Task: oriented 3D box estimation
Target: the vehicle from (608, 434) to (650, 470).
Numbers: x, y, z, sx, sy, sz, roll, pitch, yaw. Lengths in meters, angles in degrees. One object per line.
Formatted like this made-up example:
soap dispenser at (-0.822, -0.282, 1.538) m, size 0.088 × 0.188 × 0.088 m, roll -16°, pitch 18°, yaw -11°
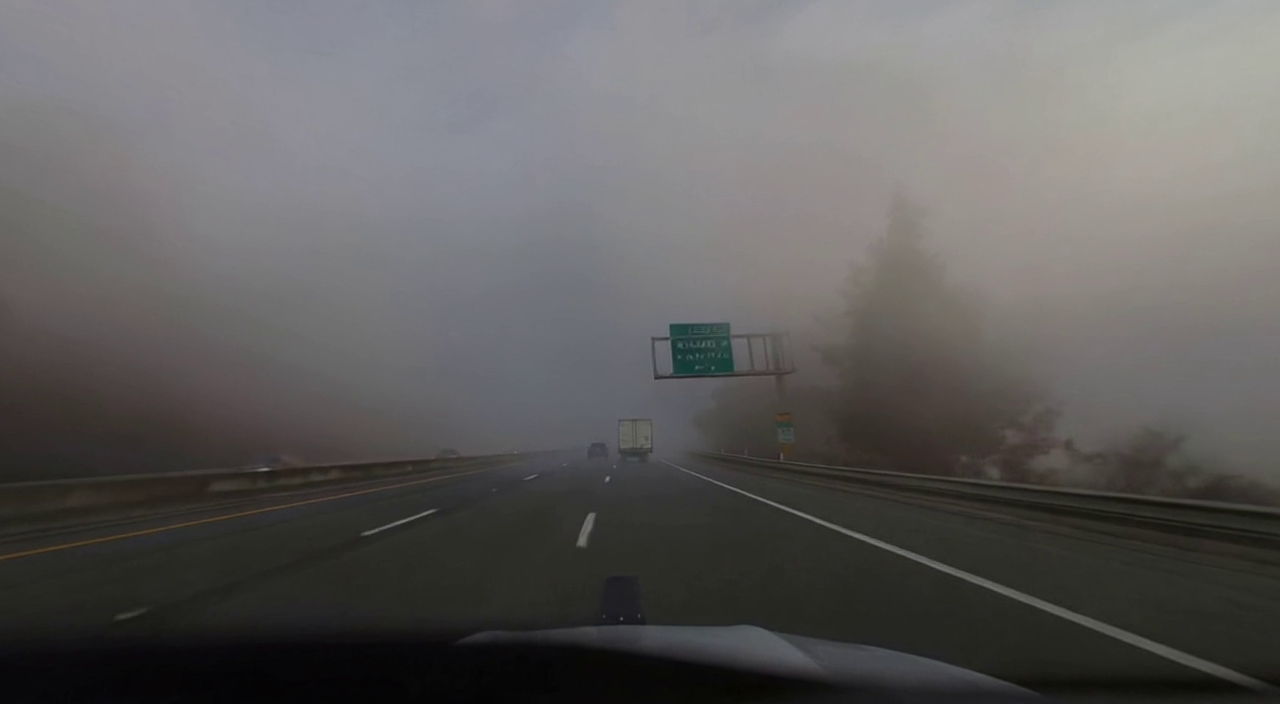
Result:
vehicle at (-0.703, 5.688, 36.045) m, size 2.139 × 1.925 × 4.312 m, roll 0°, pitch -9°, yaw -5°

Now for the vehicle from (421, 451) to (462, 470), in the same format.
vehicle at (-14.498, 7.934, 46.332) m, size 1.849 × 1.349 × 3.837 m, roll 0°, pitch -9°, yaw -2°

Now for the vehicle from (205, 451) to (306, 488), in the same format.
vehicle at (-16.558, 5.043, 27.433) m, size 1.939 × 1.451 × 3.927 m, roll 0°, pitch -9°, yaw -1°
